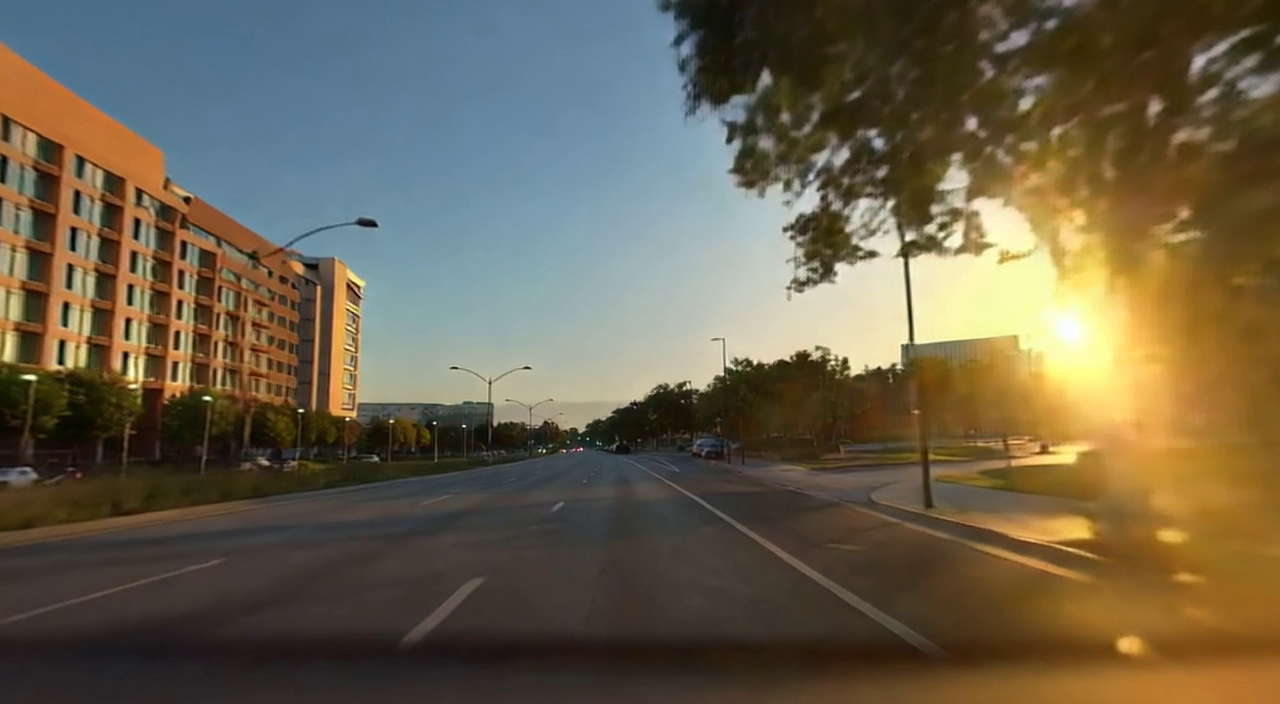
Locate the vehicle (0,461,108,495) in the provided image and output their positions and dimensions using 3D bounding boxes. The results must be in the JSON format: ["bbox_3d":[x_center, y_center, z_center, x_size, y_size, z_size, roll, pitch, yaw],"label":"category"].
[{"bbox_3d":[-32.948,7.036,35.638,2.034,1.618,4.667,0,-8,-5],"label":"vehicle"}]
